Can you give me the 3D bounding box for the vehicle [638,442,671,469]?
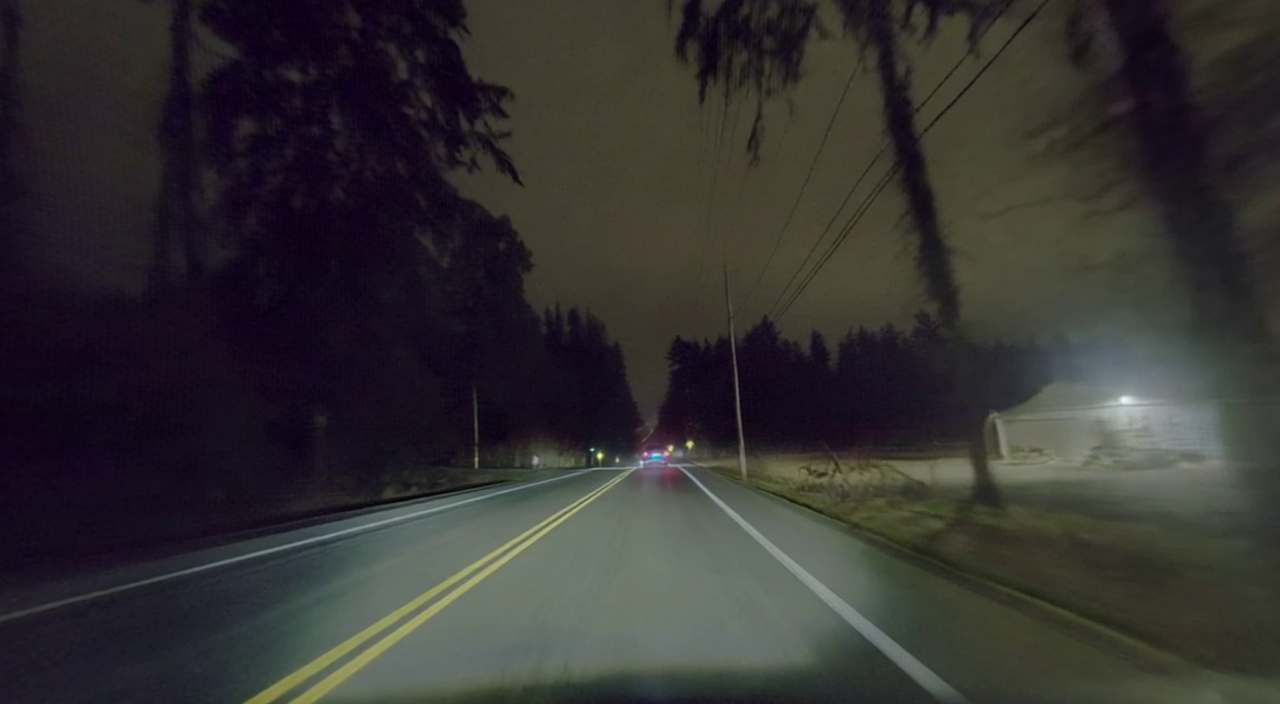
[{"bbox_3d":[1.086,8.081,49.367,2.468,2.056,4.422,0,-9,1],"label":"vehicle"}]
